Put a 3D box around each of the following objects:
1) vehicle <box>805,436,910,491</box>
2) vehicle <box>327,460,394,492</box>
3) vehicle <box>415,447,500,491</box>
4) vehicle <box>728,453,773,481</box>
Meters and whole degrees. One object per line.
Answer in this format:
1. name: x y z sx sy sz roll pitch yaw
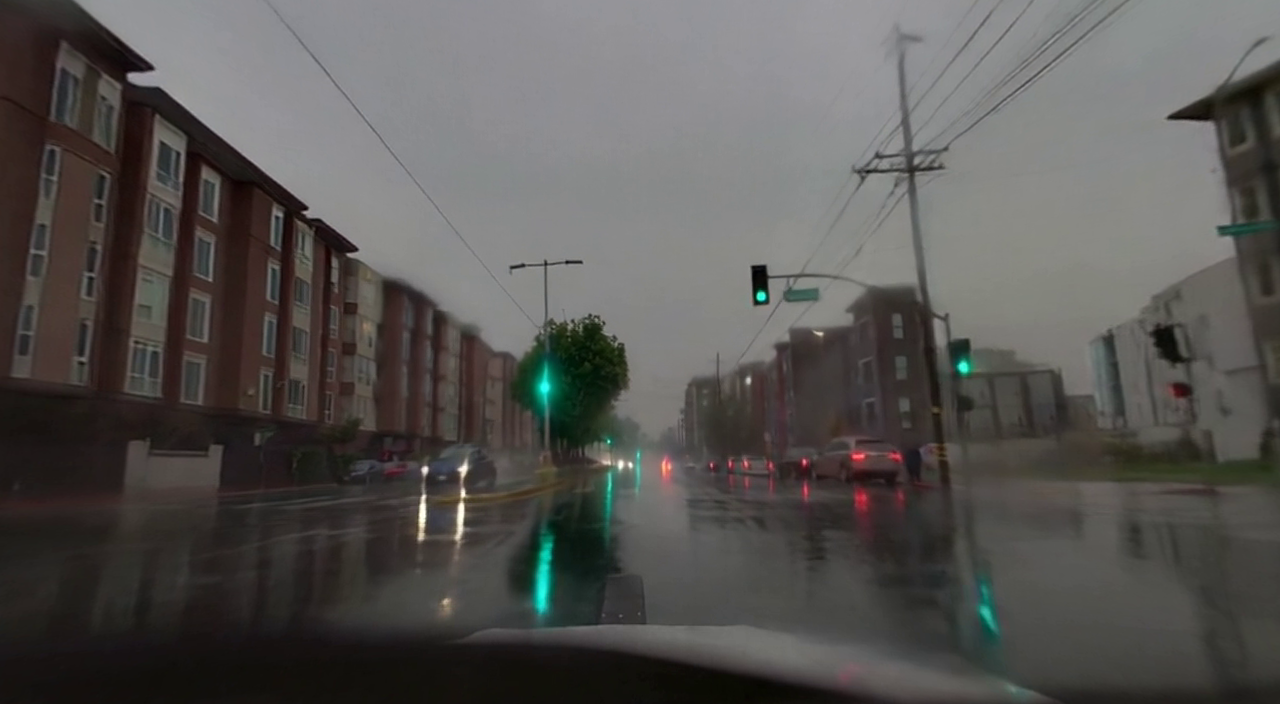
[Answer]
1. vehicle: 7.483 3.884 22.313 1.996 1.704 4.490 0 -9 -1
2. vehicle: -14.785 6.547 33.648 1.879 1.507 3.745 0 -9 -1
3. vehicle: -7.280 4.677 25.690 2.180 1.608 4.321 0 -9 -1
4. vehicle: 7.419 7.714 42.757 2.143 1.731 4.781 0 -9 0
